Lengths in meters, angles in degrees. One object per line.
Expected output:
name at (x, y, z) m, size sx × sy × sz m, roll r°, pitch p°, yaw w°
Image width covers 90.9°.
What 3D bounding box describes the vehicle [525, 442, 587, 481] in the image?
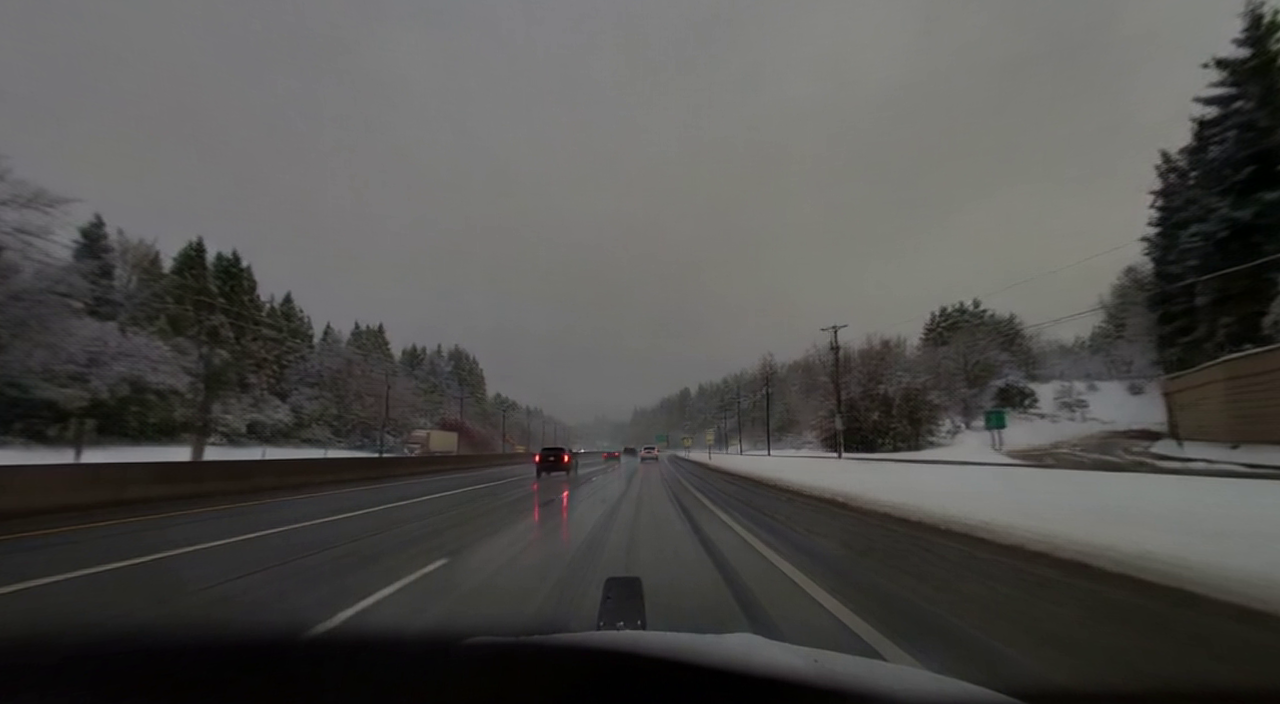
vehicle at (-3.895, 5.183, 29.979) m, size 2.263 × 1.696 × 4.321 m, roll 0°, pitch -9°, yaw 1°
